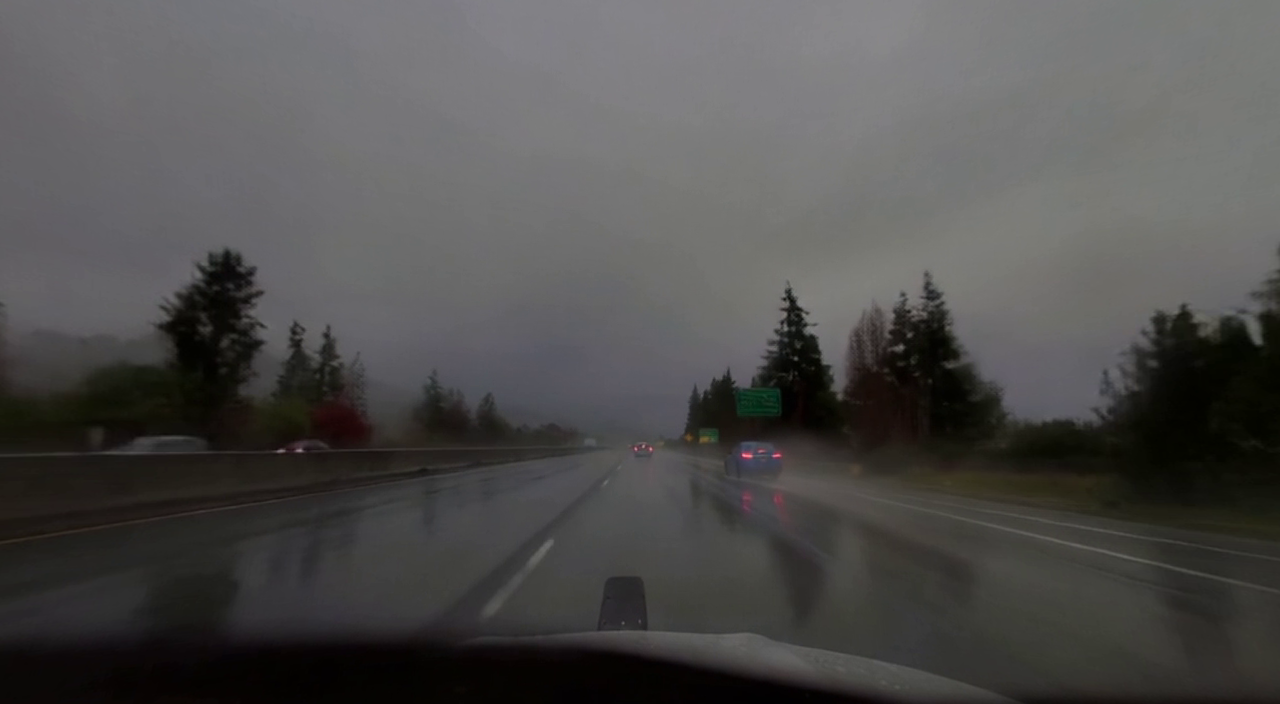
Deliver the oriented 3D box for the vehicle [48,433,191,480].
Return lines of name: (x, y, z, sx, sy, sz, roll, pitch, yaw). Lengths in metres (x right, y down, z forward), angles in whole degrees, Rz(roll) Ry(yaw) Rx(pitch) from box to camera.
vehicle: (-21.043, 4.242, 25.698, 1.923, 1.736, 4.547, 0, -8, 0)

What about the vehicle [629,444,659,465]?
vehicle: (0.265, 7.402, 45.665, 2.052, 1.449, 3.857, 0, -8, 0)

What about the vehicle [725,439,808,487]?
vehicle: (4.385, 3.920, 22.541, 2.008, 1.524, 4.598, 0, -8, 0)
